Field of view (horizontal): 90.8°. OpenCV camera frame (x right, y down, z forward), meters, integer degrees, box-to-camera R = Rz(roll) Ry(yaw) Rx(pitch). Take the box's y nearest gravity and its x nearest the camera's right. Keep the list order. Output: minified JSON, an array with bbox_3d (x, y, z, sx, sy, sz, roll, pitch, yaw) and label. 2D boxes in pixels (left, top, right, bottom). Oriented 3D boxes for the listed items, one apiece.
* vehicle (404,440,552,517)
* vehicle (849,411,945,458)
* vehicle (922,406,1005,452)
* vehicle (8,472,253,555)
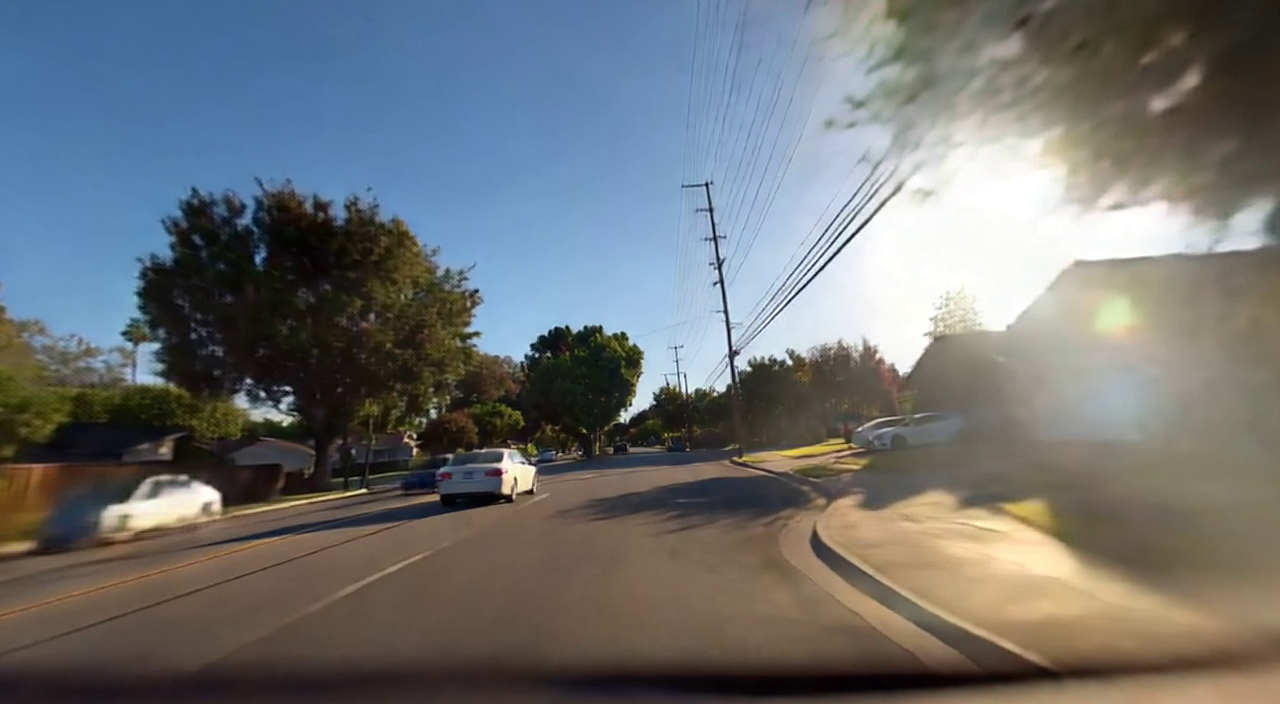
[{"bbox_3d":[-3.489,2.817,14.671,2.041,1.471,4.602,0,-9,2],"label":"vehicle"},{"bbox_3d":[10.802,3.597,27.069,2.121,1.799,5.124,0,-9,2],"label":"vehicle"},{"bbox_3d":[13.749,3.365,27.132,1.894,1.664,4.159,3,-9,8],"label":"vehicle"},{"bbox_3d":[-11.917,3.770,15.364,2.084,1.505,4.746,0,-9,-2],"label":"vehicle"}]
